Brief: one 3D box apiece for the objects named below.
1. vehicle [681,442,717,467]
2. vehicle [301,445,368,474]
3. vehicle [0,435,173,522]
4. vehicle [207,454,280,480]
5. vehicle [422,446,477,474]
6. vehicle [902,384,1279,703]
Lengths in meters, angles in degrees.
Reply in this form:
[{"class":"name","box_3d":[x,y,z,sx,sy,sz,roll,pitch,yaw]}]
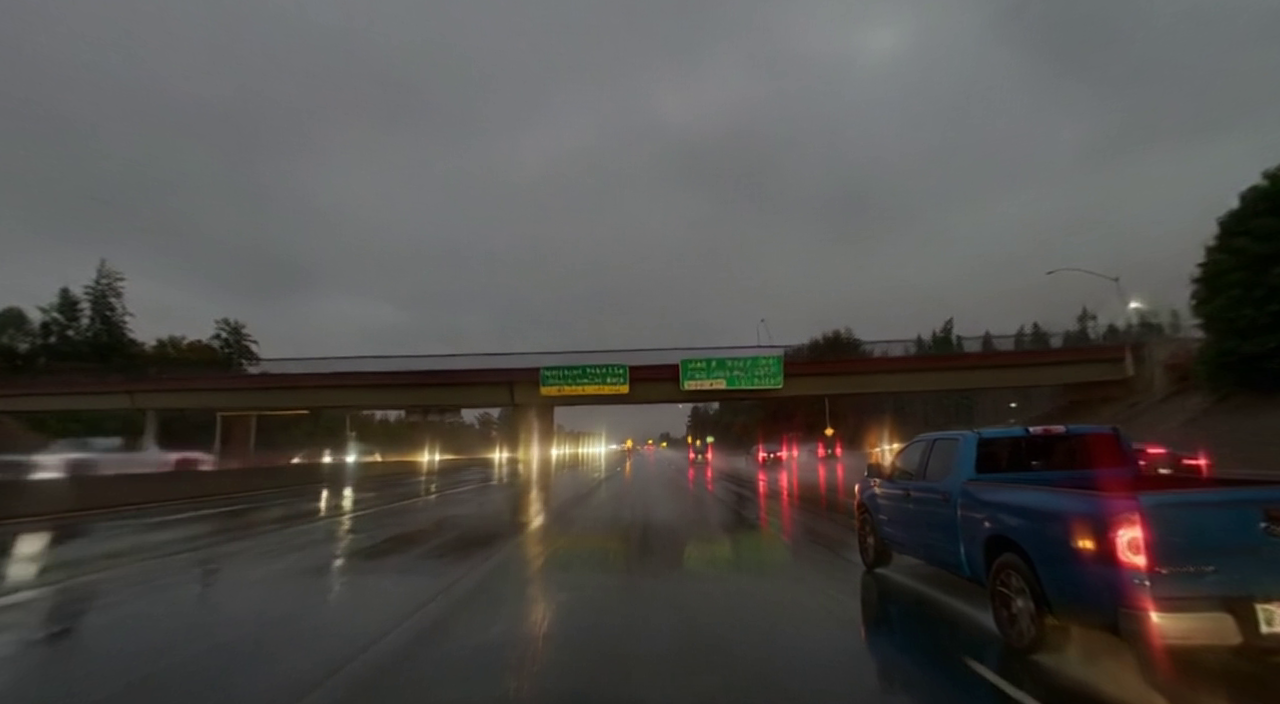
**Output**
[{"class":"vehicle","box_3d":[4.007,7.035,43.553,2.014,1.643,4.039,0,-8,-1]},{"class":"vehicle","box_3d":[-22.114,7.785,45.968,2.210,1.915,5.344,0,-8,0]},{"class":"vehicle","box_3d":[-14.962,3.019,15.527,2.231,1.879,5.996,-1,-8,1]},{"class":"vehicle","box_3d":[-25.903,7.520,41.426,1.804,1.459,4.578,0,-8,0]},{"class":"vehicle","box_3d":[-11.304,6.416,37.682,1.856,1.503,4.274,-1,-8,1]},{"class":"vehicle","box_3d":[3.357,0.990,3.035,2.119,1.524,4.807,0,-8,0]}]
